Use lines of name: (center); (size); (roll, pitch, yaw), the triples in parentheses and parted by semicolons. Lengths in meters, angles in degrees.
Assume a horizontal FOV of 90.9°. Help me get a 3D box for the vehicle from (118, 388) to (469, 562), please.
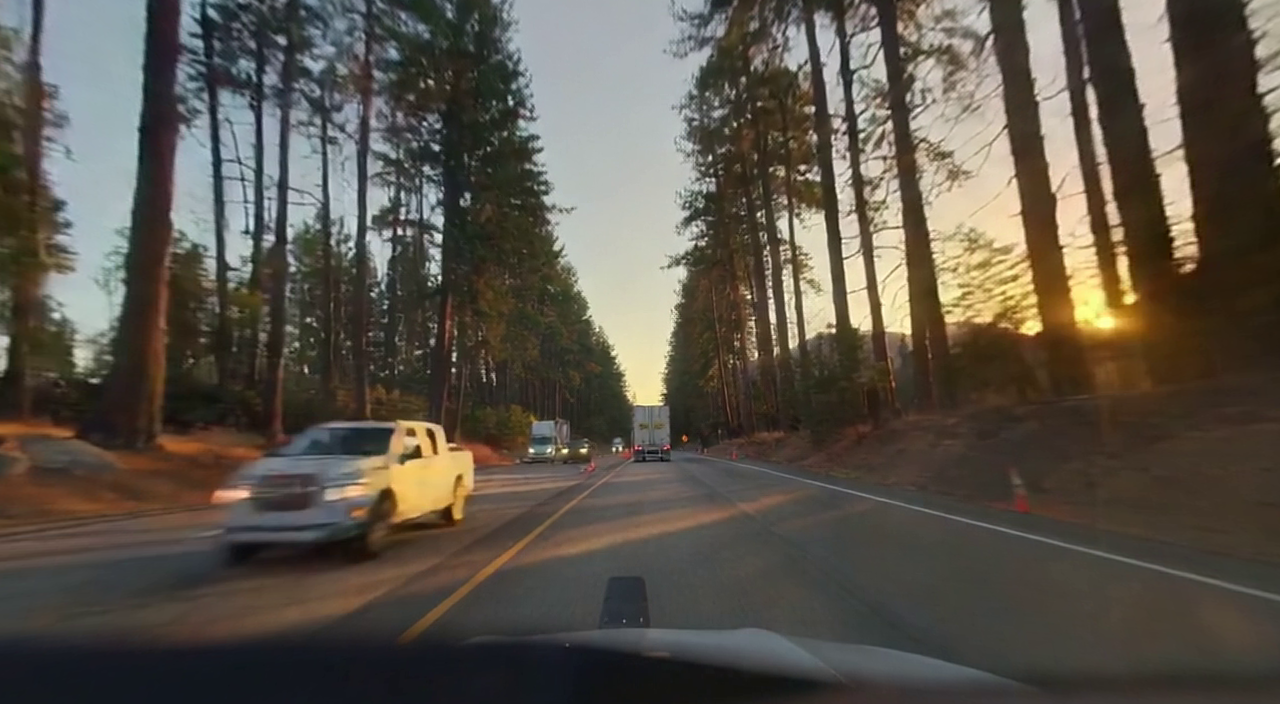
vehicle: (-5.019, 1.931, 10.797); (2.303, 2.069, 6.364); (0, -8, 1)

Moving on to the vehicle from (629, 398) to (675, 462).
vehicle: (0.692, 5.796, 45.761); (2.935, 4.068, 11.036); (0, -8, -1)

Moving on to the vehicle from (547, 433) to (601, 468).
vehicle: (-4.296, 6.565, 42.174); (2.771, 2.097, 6.248); (0, -8, 1)
